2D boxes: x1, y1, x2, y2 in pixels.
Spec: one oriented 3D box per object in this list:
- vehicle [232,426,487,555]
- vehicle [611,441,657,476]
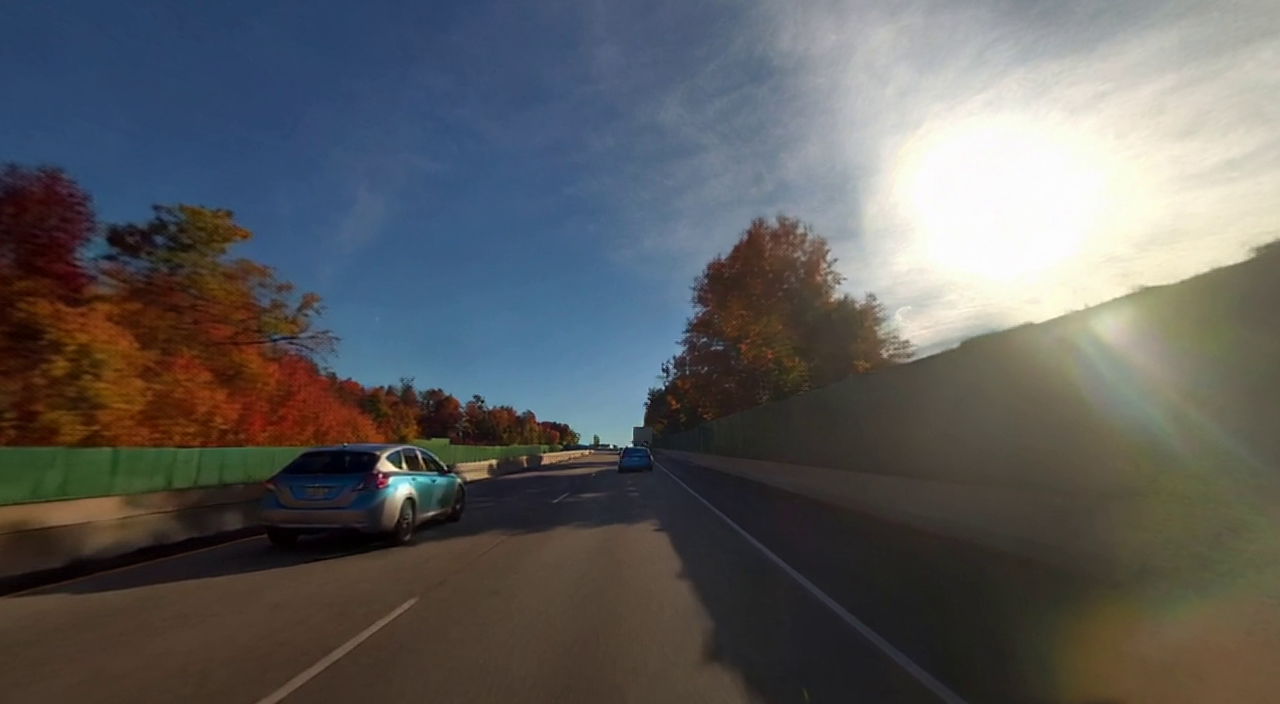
[{"bbox_3d":[-3.907,1.988,9.753,2.054,1.536,4.128,0,-8,0],"label":"vehicle"},{"bbox_3d":[-0.293,5.024,30.010,2.057,1.516,4.065,0,-8,-1],"label":"vehicle"}]
